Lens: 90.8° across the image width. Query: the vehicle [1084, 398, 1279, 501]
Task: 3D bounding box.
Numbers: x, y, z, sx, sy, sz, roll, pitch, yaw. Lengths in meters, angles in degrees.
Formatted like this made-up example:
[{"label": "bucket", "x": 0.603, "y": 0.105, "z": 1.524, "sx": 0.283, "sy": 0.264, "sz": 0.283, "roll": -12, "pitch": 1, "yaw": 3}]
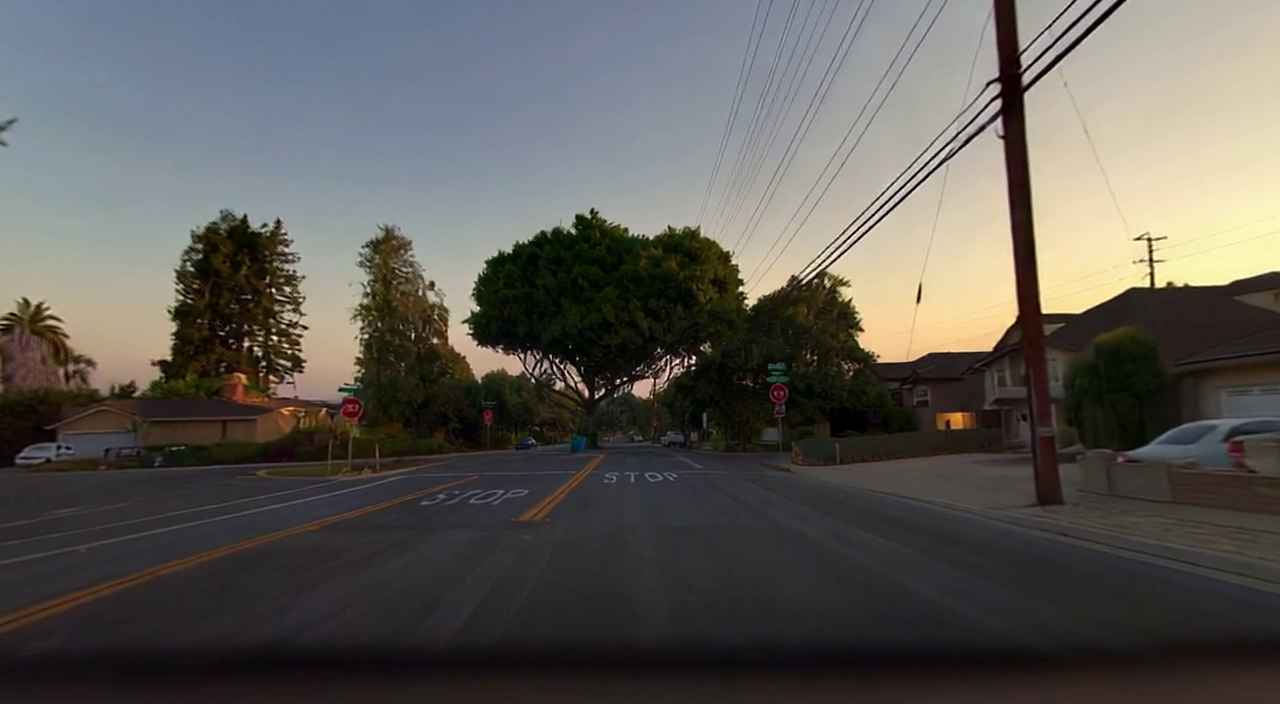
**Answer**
[{"label": "vehicle", "x": 10.155, "y": 1.568, "z": 10.288, "sx": 4.341, "sy": 1.494, "sz": 1.978, "roll": 0, "pitch": -9, "yaw": -1}]
